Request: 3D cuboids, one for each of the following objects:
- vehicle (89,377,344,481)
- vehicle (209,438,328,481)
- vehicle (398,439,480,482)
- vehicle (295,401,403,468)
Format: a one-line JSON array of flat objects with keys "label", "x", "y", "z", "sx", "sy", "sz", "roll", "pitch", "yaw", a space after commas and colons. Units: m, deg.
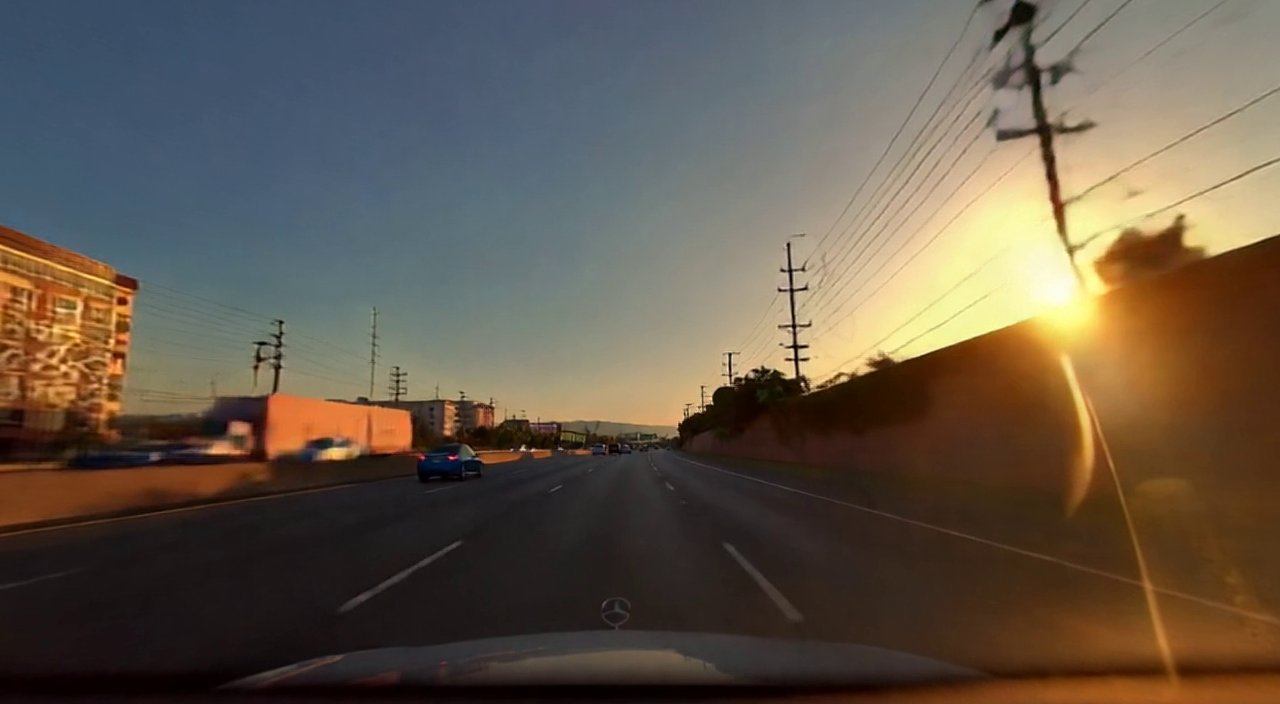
[{"label": "vehicle", "x": -18.989, "y": 3.844, "z": 30.416, "sx": 2.983, "sy": 3.872, "sz": 13.479, "roll": 0, "pitch": -8, "yaw": 0}, {"label": "vehicle", "x": -14.658, "y": 4.262, "z": 25.306, "sx": 2.012, "sy": 1.536, "sz": 4.552, "roll": 0, "pitch": -8, "yaw": 0}, {"label": "vehicle", "x": -8.017, "y": 4.330, "z": 25.586, "sx": 2.013, "sy": 1.574, "sz": 3.923, "roll": 0, "pitch": -8, "yaw": 0}, {"label": "vehicle", "x": -18.992, "y": 5.528, "z": 42.053, "sx": 2.837, "sy": 3.960, "sz": 8.808, "roll": 0, "pitch": -8, "yaw": 1}]
